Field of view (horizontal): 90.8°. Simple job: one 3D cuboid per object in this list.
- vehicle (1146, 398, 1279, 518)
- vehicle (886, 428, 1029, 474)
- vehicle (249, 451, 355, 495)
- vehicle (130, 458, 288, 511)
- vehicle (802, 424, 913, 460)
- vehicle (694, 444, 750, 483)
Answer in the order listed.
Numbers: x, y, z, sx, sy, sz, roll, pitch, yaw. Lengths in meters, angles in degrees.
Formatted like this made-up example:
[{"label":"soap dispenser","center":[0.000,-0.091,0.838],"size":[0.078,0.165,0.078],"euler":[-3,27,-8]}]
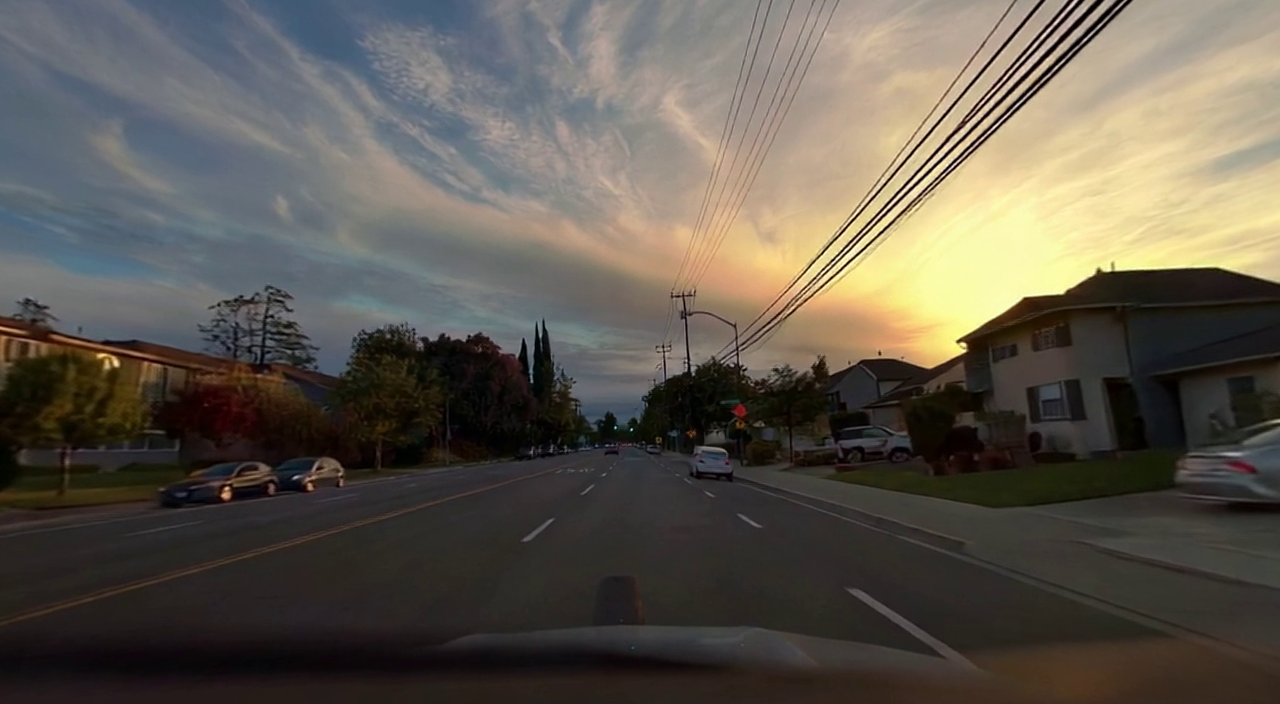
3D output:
[{"label":"vehicle","center":[11.556,1.636,10.433],"size":[4.415,1.753,2.098],"euler":[-3,-10,2]},{"label":"vehicle","center":[12.202,3.856,24.532],"size":[4.429,1.474,1.887],"euler":[-3,-10,2]},{"label":"vehicle","center":[-13.962,4.995,26.445],"size":[1.916,1.632,4.440],"euler":[0,-9,1]},{"label":"vehicle","center":[-14.066,4.314,21.052],"size":[2.011,1.480,4.644],"euler":[0,-9,0]},{"label":"vehicle","center":[12.856,5.364,37.612],"size":[5.713,1.857,2.285],"euler":[-1,-9,-5]},{"label":"vehicle","center":[3.478,4.824,27.605],"size":[1.855,1.518,4.707],"euler":[0,-9,1]}]
